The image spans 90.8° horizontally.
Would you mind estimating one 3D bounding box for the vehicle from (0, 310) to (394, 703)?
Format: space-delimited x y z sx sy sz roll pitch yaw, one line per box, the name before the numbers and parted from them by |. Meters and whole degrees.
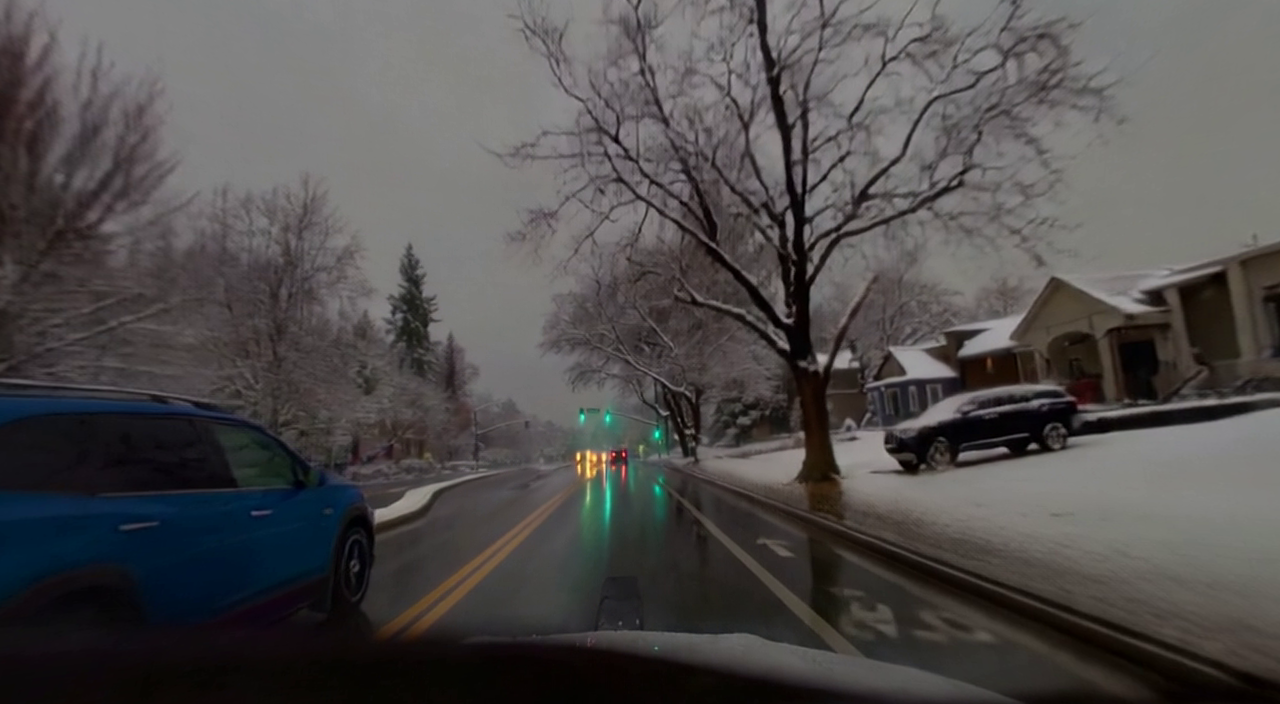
vehicle | -3.670 0.967 3.495 2.276 1.960 5.561 0 -8 1
